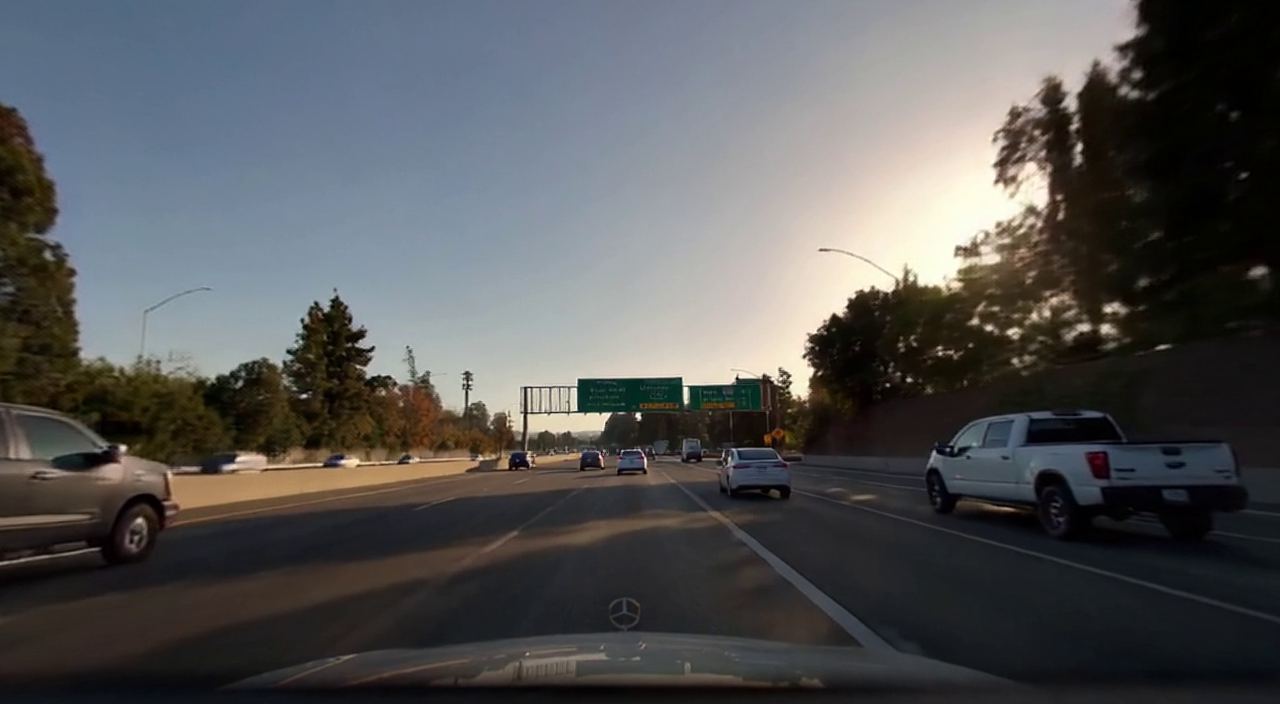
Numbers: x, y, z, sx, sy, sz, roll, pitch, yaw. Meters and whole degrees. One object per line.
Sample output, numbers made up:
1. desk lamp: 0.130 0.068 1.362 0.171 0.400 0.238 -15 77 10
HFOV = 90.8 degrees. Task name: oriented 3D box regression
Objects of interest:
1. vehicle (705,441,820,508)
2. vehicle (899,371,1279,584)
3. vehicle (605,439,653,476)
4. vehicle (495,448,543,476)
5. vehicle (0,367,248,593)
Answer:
1. vehicle: 2.994 3.092 16.411 2.011 1.462 4.286 0 -9 -1
2. vehicle: 6.250 1.580 8.776 2.635 1.919 5.907 0 -9 -2
3. vehicle: -0.575 5.572 33.489 2.323 1.805 4.729 0 -9 -1
4. vehicle: -6.992 6.406 36.986 1.920 1.482 4.385 -1 -9 0
5. vehicle: -6.998 1.234 6.154 2.444 2.012 6.122 -1 -9 0
